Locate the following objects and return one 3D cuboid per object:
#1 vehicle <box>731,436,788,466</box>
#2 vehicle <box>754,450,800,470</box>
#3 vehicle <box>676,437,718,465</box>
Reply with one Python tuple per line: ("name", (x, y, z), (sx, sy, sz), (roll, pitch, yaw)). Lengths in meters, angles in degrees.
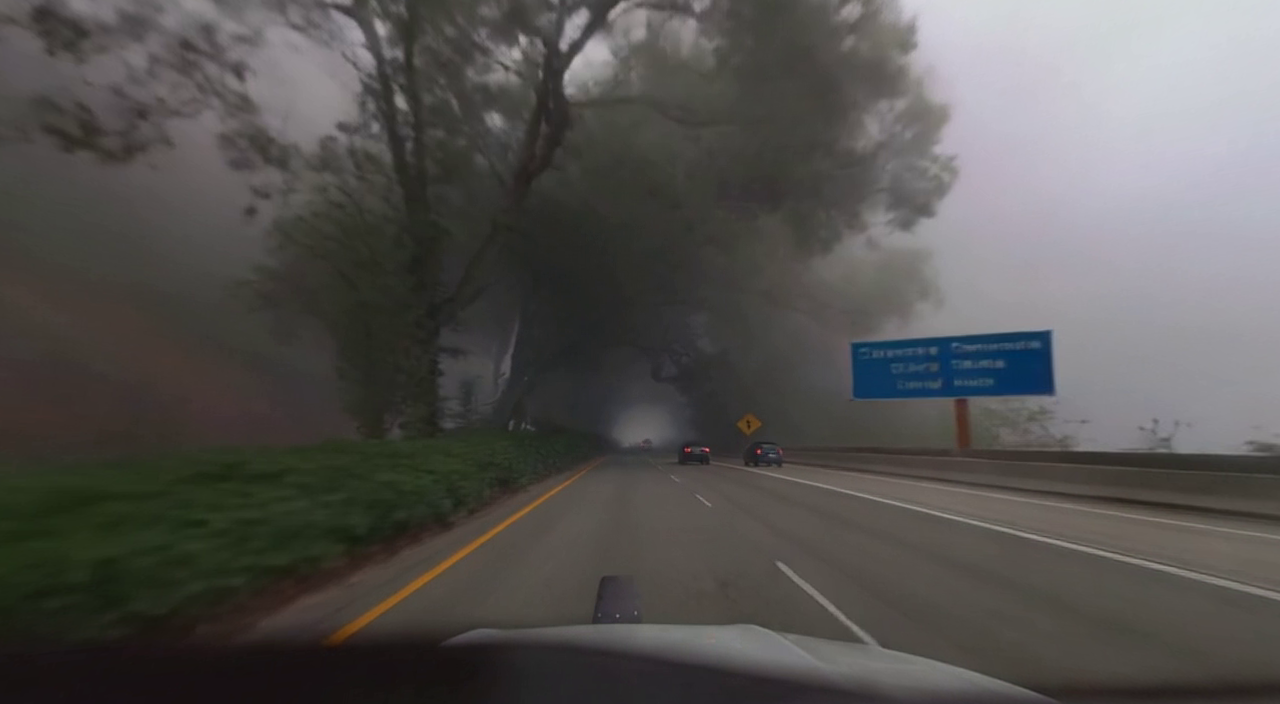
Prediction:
("vehicle", (6.546, 5.459, 34.970), (2.003, 1.522, 4.940), (0, -8, -2))
("vehicle", (6.704, 5.301, 31.017), (1.535, 0.862, 2.814), (0, -8, -2))
("vehicle", (3.097, 5.457, 35.010), (1.819, 1.468, 3.770), (0, -8, -2))
